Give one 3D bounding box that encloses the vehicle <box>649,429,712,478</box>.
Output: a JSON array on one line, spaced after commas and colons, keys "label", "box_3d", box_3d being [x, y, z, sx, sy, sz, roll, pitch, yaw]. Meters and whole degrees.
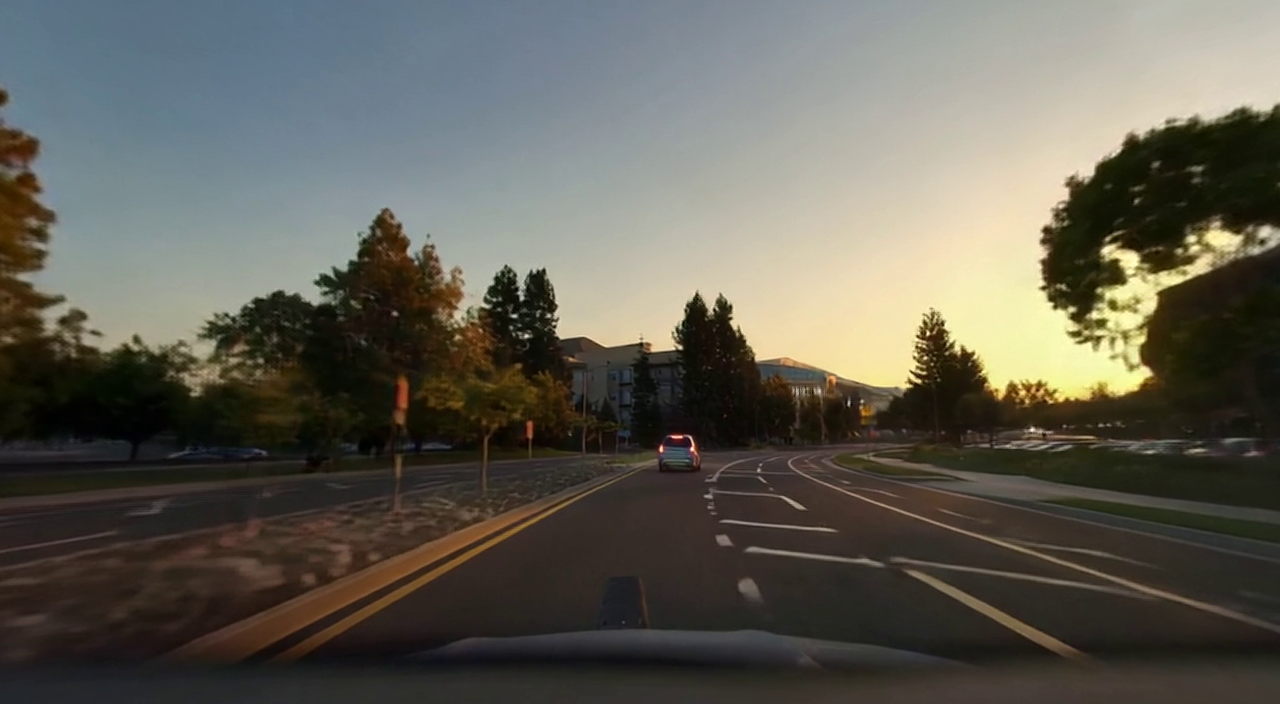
[{"label": "vehicle", "box_3d": [1.932, 4.475, 28.005, 2.371, 1.926, 5.615, -1, -9, 8]}]
